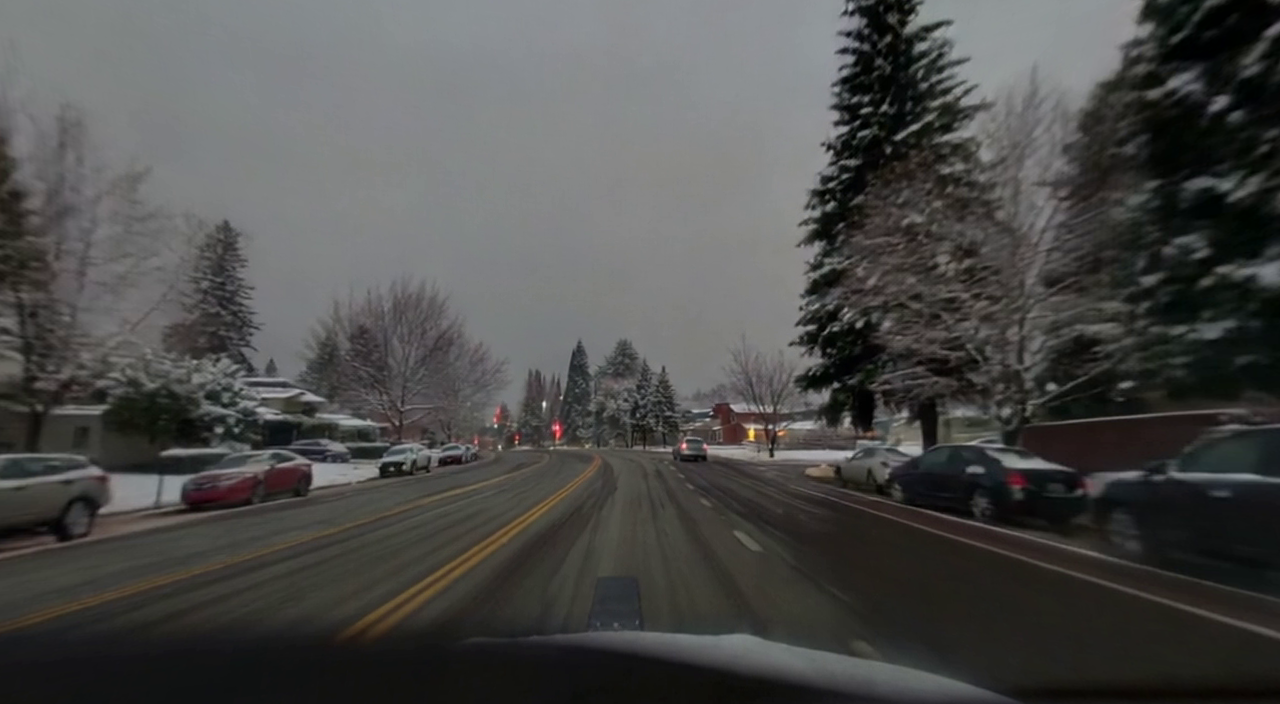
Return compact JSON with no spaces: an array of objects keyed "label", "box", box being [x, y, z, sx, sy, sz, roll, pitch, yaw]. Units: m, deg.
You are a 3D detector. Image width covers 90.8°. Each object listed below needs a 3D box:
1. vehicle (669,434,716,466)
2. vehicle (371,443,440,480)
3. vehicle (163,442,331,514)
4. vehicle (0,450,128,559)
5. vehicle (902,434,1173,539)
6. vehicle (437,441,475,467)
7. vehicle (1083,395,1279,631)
[{"label":"vehicle","box":[2.869,5.499,35.583,1.951,1.620,4.582,1,-8,-4]},{"label":"vehicle","box":[-12.189,5.707,33.204,2.032,1.773,4.471,0,-8,-2]},{"label":"vehicle","box":[-11.472,3.652,18.968,2.049,1.848,4.693,0,-8,-1]},{"label":"vehicle","box":[-11.574,2.601,10.873,1.921,1.770,4.265,0,-8,-1]},{"label":"vehicle","box":[7.385,2.511,12.638,1.900,1.634,5.232,0,-8,-2]},{"label":"vehicle","box":[-13.487,7.475,46.562,2.146,1.806,4.733,1,-8,-9]},{"label":"vehicle","box":[7.301,1.590,6.262,2.081,2.286,4.941,0,-8,-1]}]
